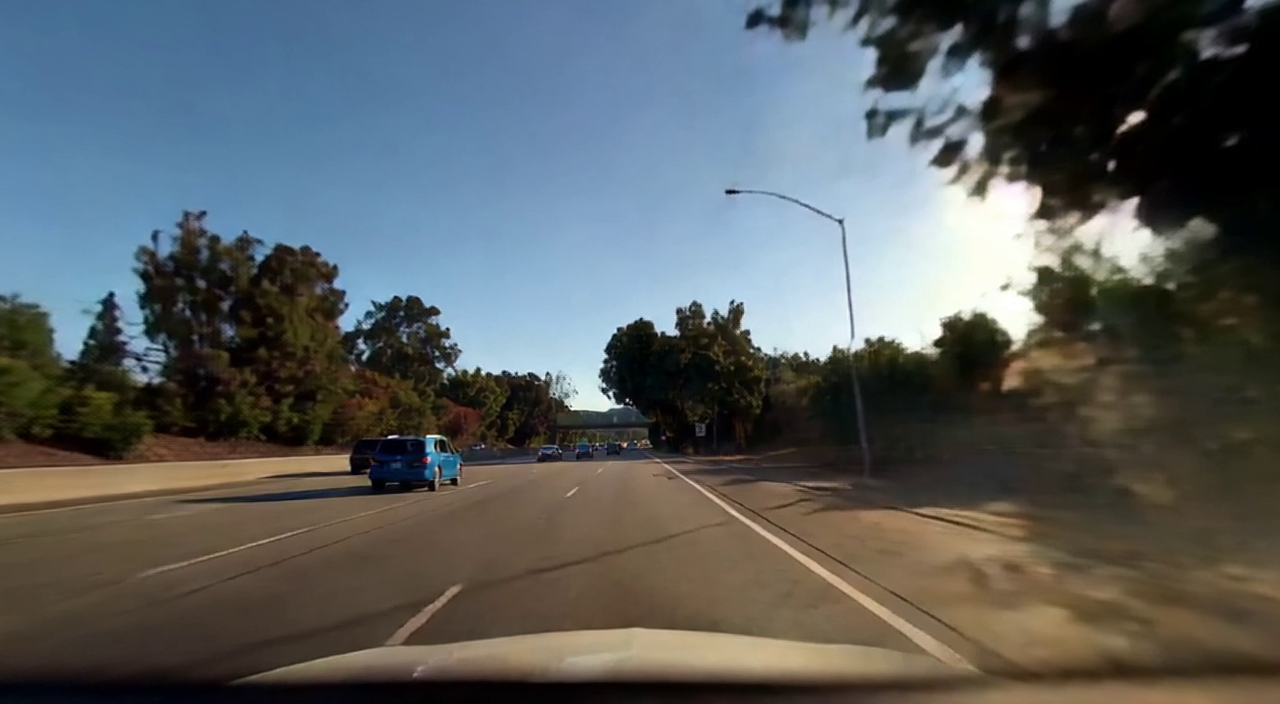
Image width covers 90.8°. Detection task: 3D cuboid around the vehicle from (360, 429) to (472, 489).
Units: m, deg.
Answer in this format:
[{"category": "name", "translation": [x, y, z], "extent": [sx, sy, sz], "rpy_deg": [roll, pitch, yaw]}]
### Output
[{"category": "vehicle", "translation": [-7.369, 3.578, 21.356], "extent": [2.146, 1.766, 4.502], "rpy_deg": [0, -9, 0]}]
